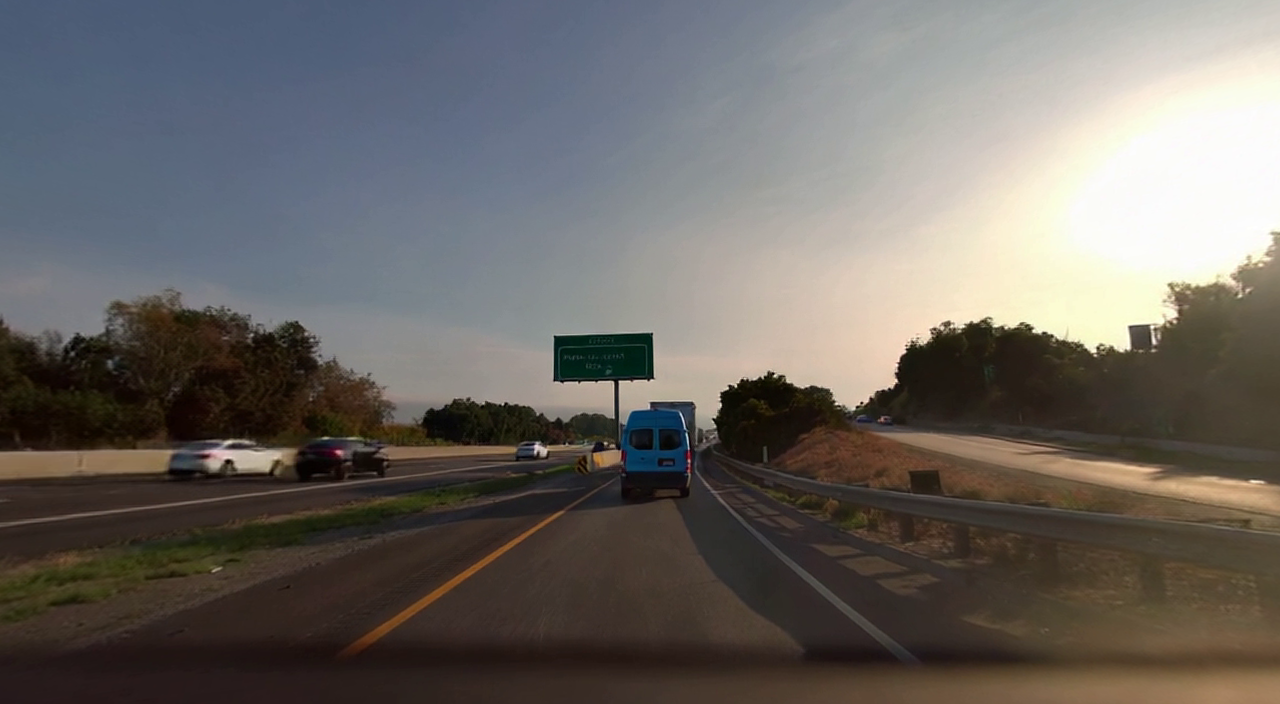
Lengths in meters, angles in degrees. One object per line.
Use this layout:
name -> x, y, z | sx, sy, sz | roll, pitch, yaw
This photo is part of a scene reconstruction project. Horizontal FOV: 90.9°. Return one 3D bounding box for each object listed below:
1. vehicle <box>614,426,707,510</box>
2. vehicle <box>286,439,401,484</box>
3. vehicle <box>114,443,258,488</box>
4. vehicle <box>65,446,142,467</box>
vehicle -> 0.439, 2.875, 16.171 | 2.043, 1.821, 4.558 | 0, -8, 0
vehicle -> -12.296, 4.544, 26.689 | 2.050, 1.676, 5.319 | -1, -8, 3
vehicle -> -16.700, 4.163, 23.538 | 1.933, 1.485, 4.454 | -1, -8, 3
vehicle -> -40.820, 7.963, 48.116 | 1.803, 1.464, 4.455 | -1, -8, 3
